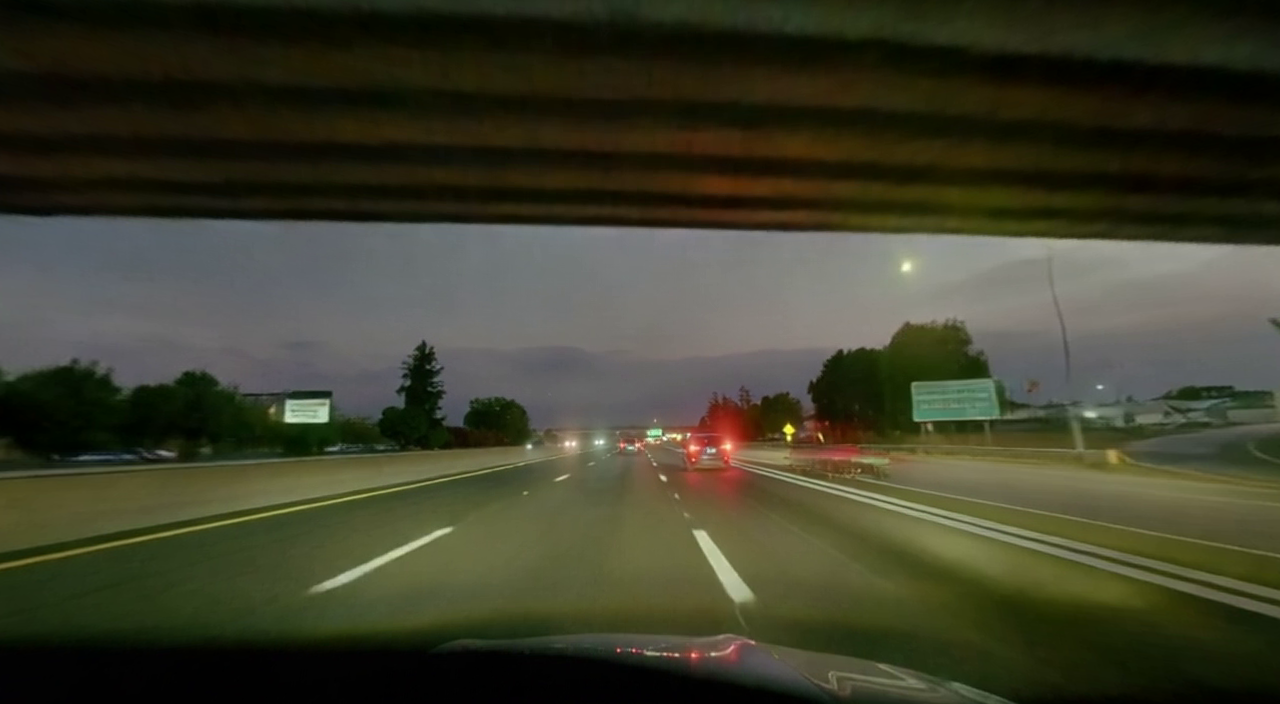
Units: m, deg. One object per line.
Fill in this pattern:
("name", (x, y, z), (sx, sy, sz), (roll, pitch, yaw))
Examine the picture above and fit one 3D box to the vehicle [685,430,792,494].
("vehicle", (2.730, 3.205, 18.863), (2.240, 1.646, 4.949), (0, -8, -2))
